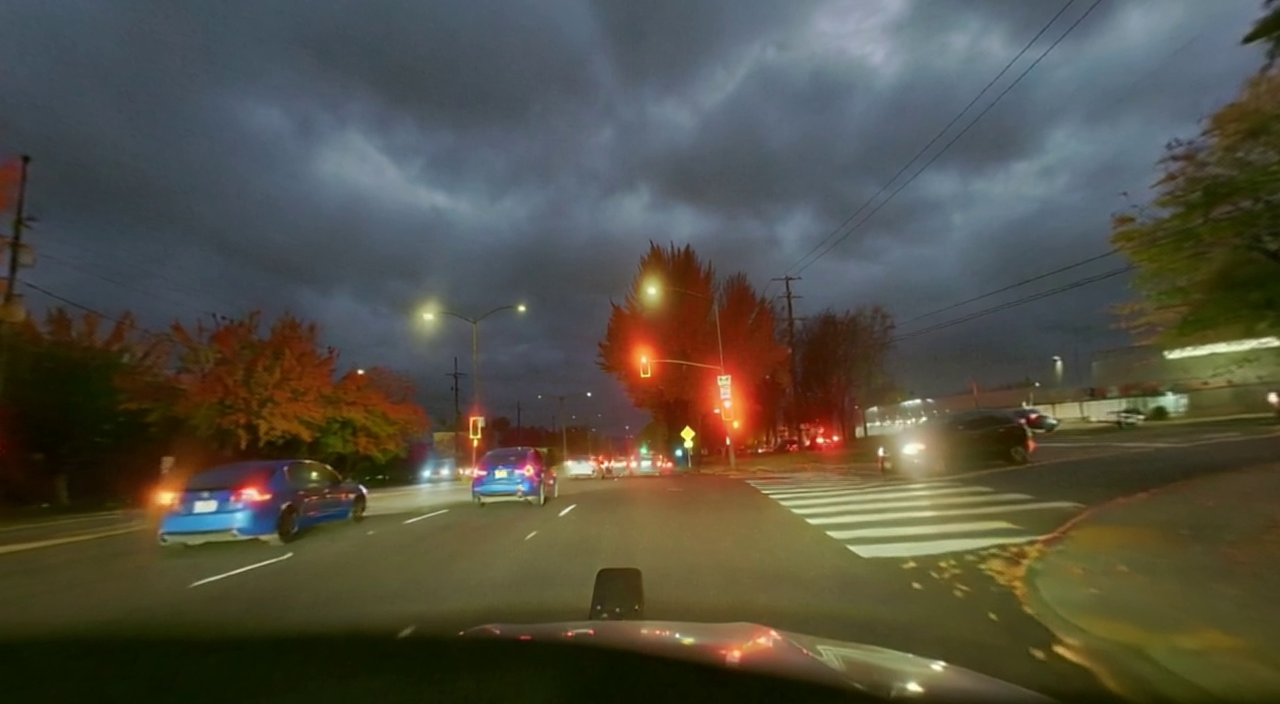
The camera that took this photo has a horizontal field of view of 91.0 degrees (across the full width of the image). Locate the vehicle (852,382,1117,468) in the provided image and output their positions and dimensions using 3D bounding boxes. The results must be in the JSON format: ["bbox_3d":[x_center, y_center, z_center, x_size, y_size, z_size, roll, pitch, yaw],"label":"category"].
[{"bbox_3d":[10.013,2.222,18.747,6.464,2.280,2.483,1,-9,-4],"label":"vehicle"}]

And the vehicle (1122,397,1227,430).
[{"bbox_3d":[32.775,3.843,38.764,1.936,1.662,4.334,1,-9,-26],"label":"vehicle"}]

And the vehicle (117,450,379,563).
[{"bbox_3d":[-6.676,2.608,11.460,1.932,1.596,4.247,0,-9,1],"label":"vehicle"}]

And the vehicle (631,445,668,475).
[{"bbox_3d":[0.520,6.544,38.485,2.144,1.704,4.028,1,-9,-1],"label":"vehicle"}]

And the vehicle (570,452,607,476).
[{"bbox_3d":[-3.475,7.652,43.310,2.068,1.482,4.490,0,-9,2],"label":"vehicle"}]

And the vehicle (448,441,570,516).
[{"bbox_3d":[-3.210,3.198,16.510,2.085,1.663,4.513,0,-9,2],"label":"vehicle"}]
